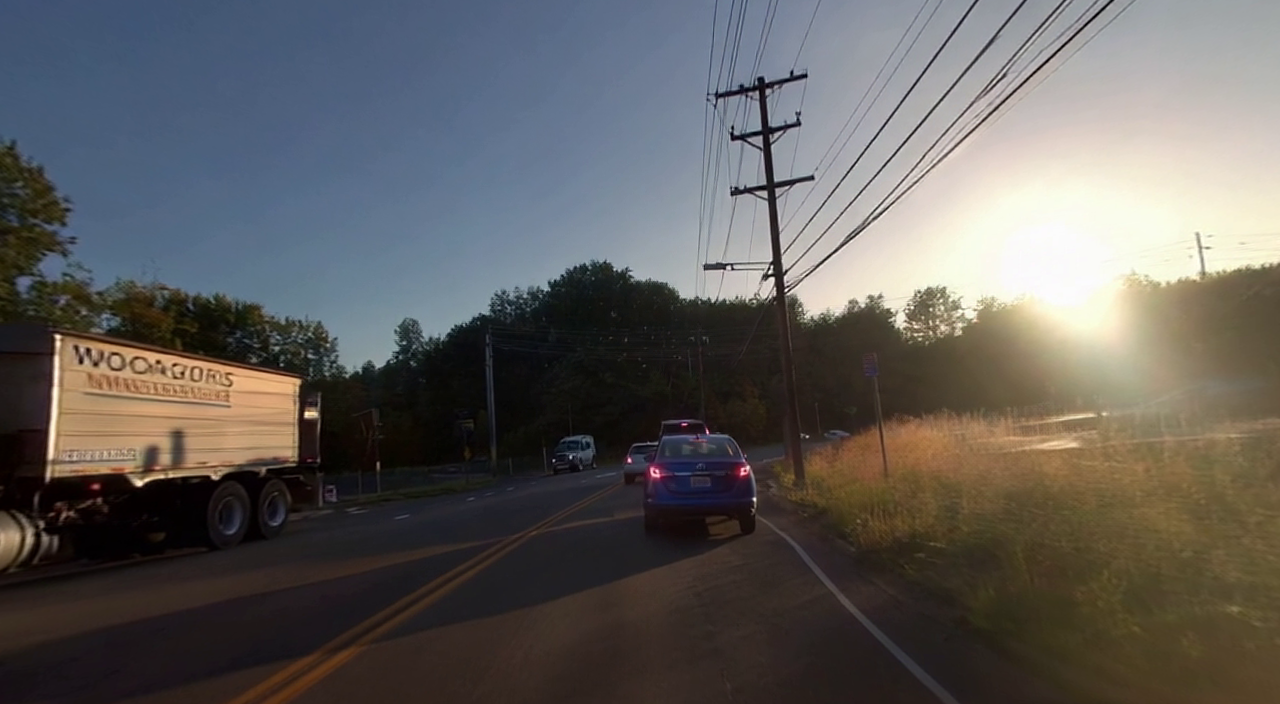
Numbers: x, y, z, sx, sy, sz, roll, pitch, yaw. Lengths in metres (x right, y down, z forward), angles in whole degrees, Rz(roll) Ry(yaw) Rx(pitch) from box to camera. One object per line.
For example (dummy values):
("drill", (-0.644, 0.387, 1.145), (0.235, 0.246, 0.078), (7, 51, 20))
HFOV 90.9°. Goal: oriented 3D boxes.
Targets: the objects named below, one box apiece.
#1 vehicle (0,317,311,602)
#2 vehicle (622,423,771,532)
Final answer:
("vehicle", (-8.452, 1.431, 8.229), (3.395, 3.071, 7.634), (-7, -6, 7))
("vehicle", (0.827, 2.039, 10.763), (2.081, 1.503, 3.726), (0, -8, 1))
